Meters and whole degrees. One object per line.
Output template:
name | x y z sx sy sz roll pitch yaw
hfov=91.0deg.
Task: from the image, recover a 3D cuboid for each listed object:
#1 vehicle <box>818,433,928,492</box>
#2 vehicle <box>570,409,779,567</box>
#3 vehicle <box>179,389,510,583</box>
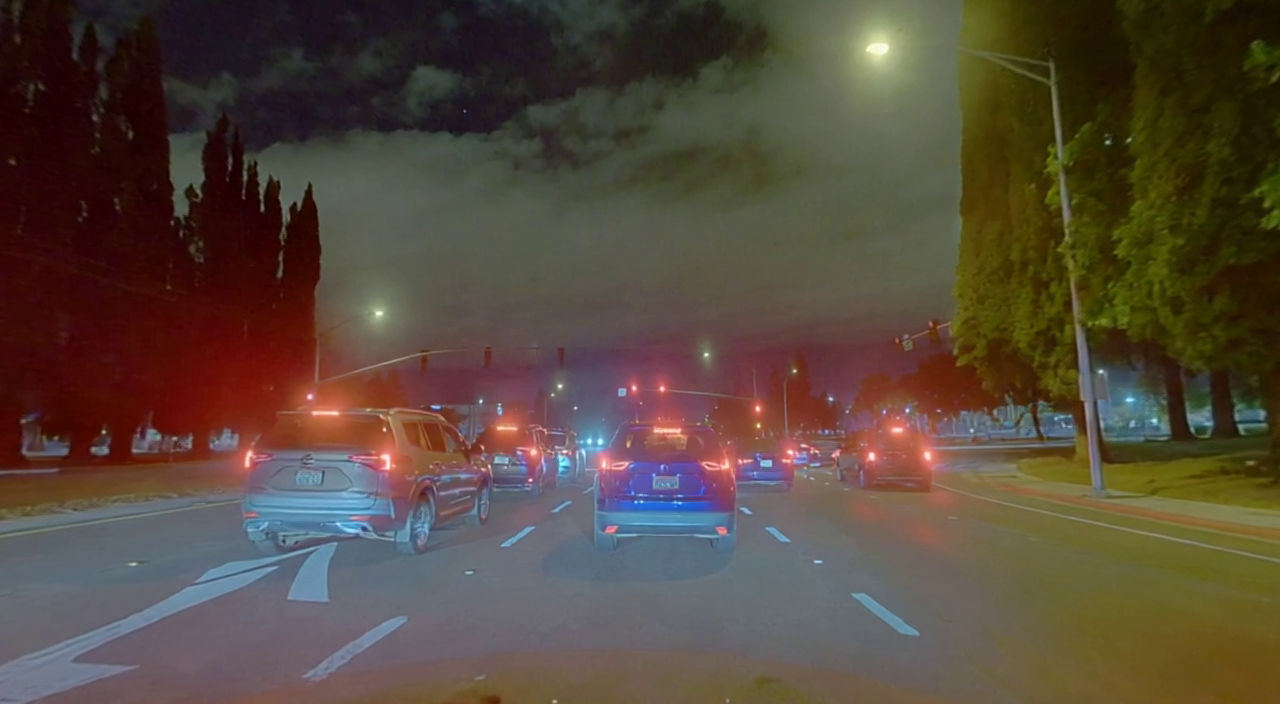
vehicle | 7.077 3.386 19.627 2.067 1.599 4.251 -1 -8 4
vehicle | 0.386 1.744 8.774 2.189 1.649 4.171 0 -8 1
vehicle | -3.243 1.577 8.174 2.085 1.812 4.388 0 -8 1
